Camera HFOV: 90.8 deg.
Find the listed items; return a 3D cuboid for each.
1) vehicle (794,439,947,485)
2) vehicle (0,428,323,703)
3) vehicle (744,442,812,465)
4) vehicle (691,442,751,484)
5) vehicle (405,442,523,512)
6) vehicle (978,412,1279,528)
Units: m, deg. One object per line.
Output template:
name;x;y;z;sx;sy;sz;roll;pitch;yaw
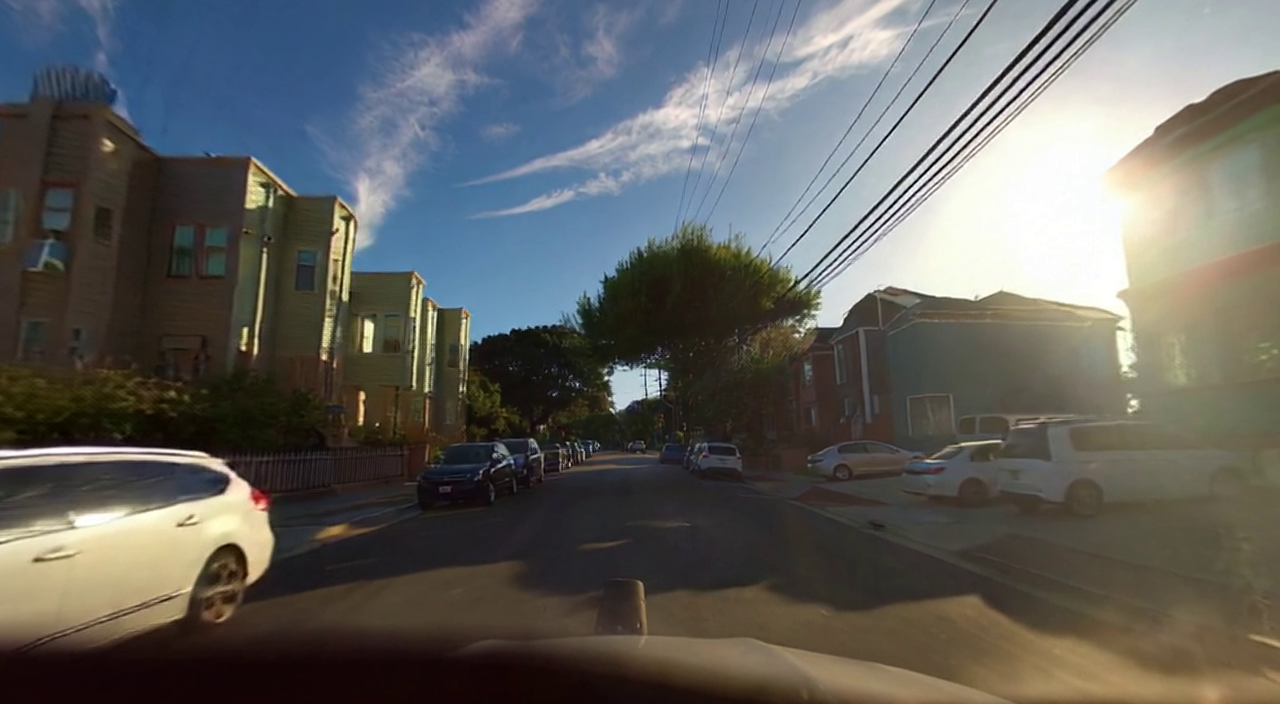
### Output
vehicle;7.739;3.736;21.597;4.480;1.497;1.884;0;-9;1
vehicle;-4.049;1.196;3.645;1.925;1.463;4.700;0;-9;1
vehicle;9.305;6.893;42.835;4.148;1.516;1.976;0;-8;-2
vehicle;3.228;4.515;25.938;1.916;1.587;3.986;0;-9;0
vehicle;-4.212;3.024;15.857;1.745;1.490;4.304;0;-9;0
vehicle;8.838;2.047;11.252;4.512;1.841;1.912;0;-9;-4
